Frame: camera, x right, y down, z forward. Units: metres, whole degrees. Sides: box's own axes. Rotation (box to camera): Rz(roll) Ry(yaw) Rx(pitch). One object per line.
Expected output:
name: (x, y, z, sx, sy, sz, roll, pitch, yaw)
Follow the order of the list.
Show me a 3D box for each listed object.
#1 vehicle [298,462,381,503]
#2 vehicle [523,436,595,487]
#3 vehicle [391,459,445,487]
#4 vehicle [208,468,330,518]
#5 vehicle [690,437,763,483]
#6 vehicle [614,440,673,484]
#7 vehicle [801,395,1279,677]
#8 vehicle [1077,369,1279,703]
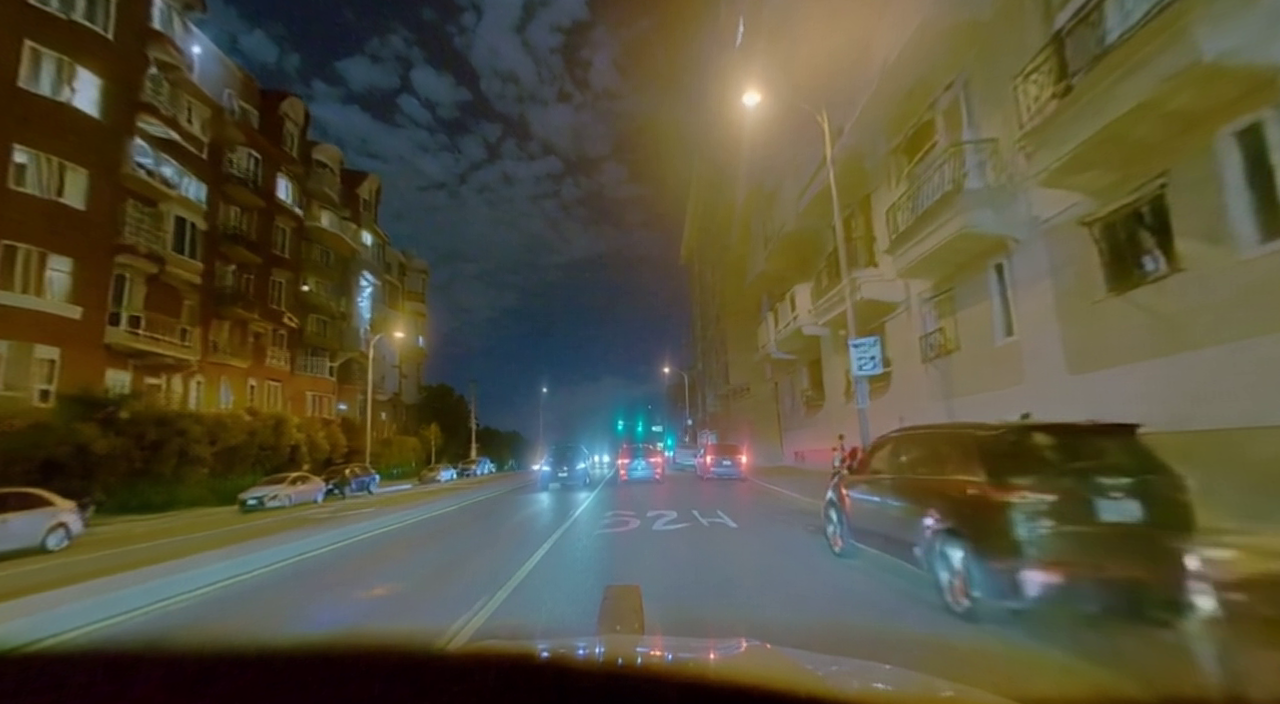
vehicle: (-13.705, 5.934, 29.072, 1.839, 1.594, 4.055, 0, -8, -1)
vehicle: (-2.925, 4.062, 23.683, 2.065, 1.705, 4.353, 0, -8, 1)
vehicle: (-13.775, 7.527, 39.505, 1.844, 1.499, 4.421, 0, -8, -1)
vehicle: (-13.737, 5.209, 23.768, 1.907, 1.480, 4.498, 0, -8, -1)
vehicle: (3.137, 4.036, 23.899, 2.077, 1.532, 4.694, 0, -8, 0)
vehicle: (0.136, 4.111, 23.912, 2.026, 1.496, 3.701, 0, -8, 0)
vehicle: (3.214, 1.438, 6.227, 1.925, 1.635, 4.905, 0, -8, 0)
vehicle: (3.108, 0.663, 0.936, 1.828, 1.565, 4.392, 0, -8, 1)
